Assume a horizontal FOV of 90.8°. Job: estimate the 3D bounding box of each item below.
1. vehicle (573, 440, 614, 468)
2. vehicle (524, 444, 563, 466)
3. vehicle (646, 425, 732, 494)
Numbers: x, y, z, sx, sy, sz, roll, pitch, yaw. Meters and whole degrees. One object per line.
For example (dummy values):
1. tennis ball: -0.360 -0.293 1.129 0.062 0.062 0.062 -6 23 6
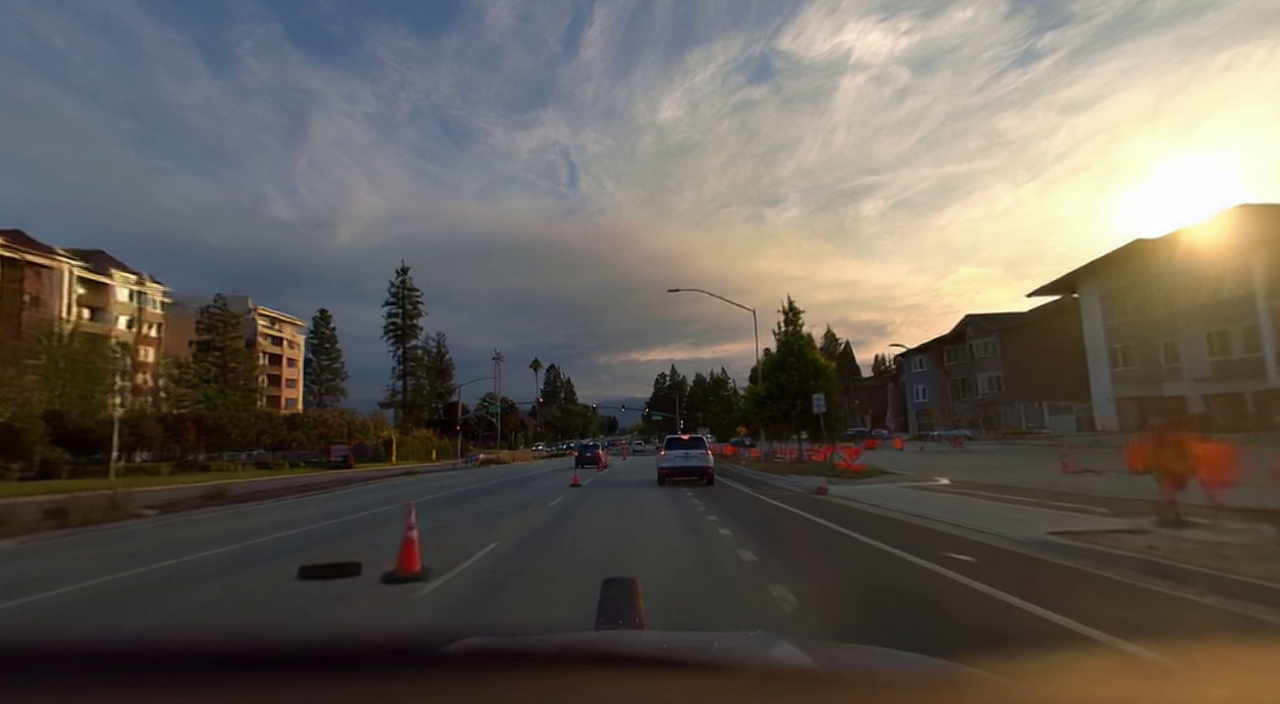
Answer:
1. vehicle: -2.826 6.322 39.378 2.121 1.654 3.993 0 -8 1
2. vehicle: -6.862 7.354 45.451 1.928 1.488 4.635 0 -8 2
3. vehicle: 1.325 3.189 19.047 2.197 1.835 4.316 0 -8 0
